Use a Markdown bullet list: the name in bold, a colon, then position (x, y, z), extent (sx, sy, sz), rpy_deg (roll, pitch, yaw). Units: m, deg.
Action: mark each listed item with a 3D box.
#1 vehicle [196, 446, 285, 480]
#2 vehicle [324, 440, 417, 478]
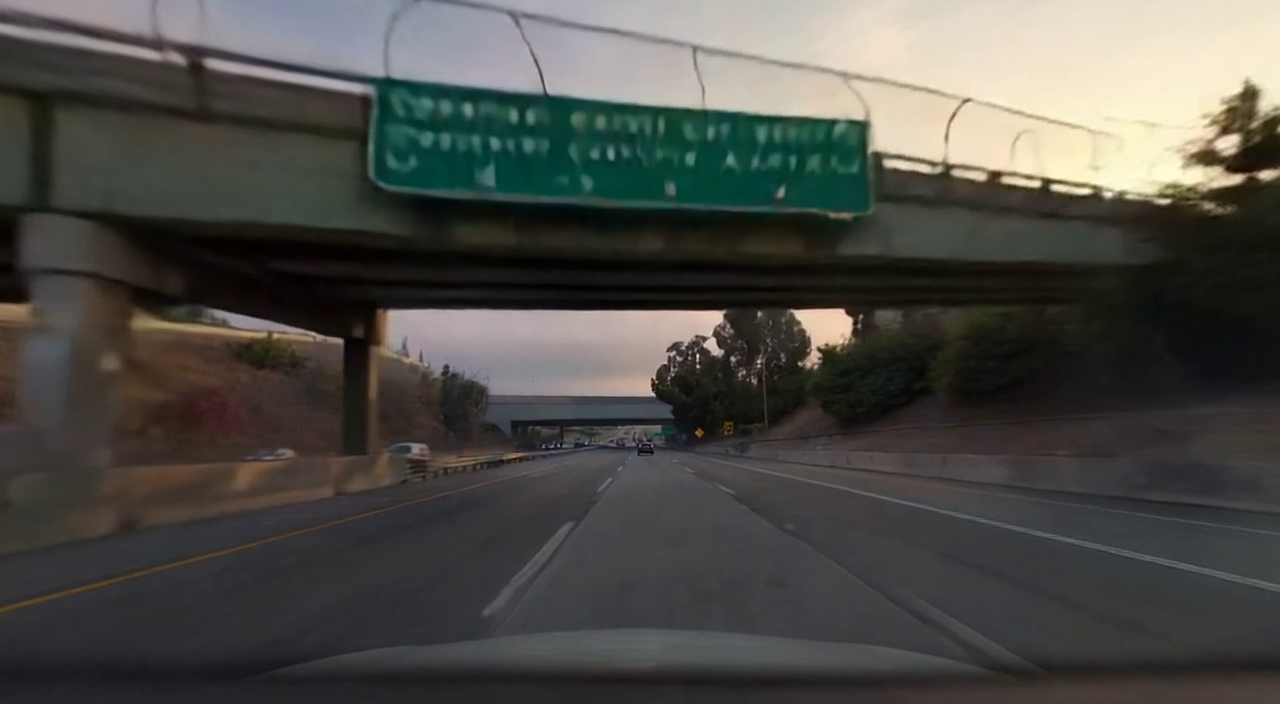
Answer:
- **vehicle**: position (-21.209, 5.870, 33.723), extent (1.873, 1.666, 4.269), rpy_deg (0, -8, 0)
- **vehicle**: position (-11.674, 4.639, 27.650), extent (2.119, 1.544, 4.304), rpy_deg (0, -8, 1)
